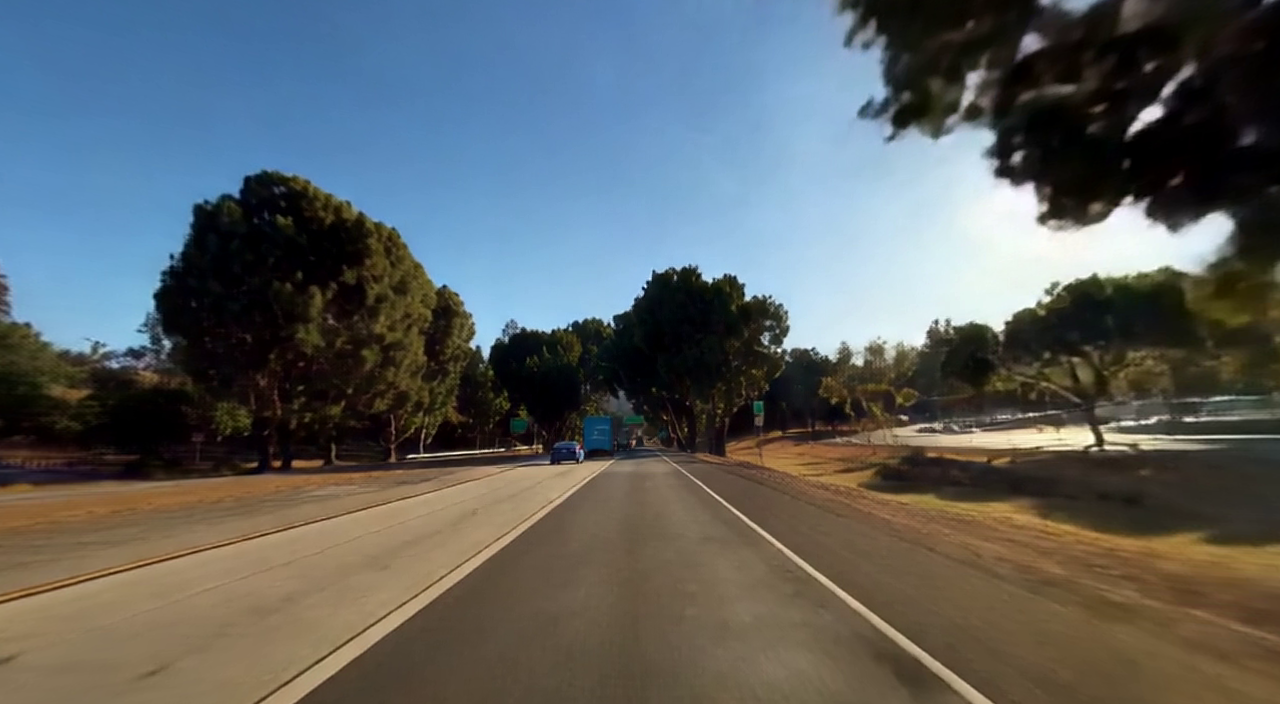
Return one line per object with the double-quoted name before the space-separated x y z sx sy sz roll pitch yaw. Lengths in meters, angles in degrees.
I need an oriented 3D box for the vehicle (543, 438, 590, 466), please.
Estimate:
"vehicle" -3.933 5.425 34.436 2.005 1.462 4.345 0 -8 1
